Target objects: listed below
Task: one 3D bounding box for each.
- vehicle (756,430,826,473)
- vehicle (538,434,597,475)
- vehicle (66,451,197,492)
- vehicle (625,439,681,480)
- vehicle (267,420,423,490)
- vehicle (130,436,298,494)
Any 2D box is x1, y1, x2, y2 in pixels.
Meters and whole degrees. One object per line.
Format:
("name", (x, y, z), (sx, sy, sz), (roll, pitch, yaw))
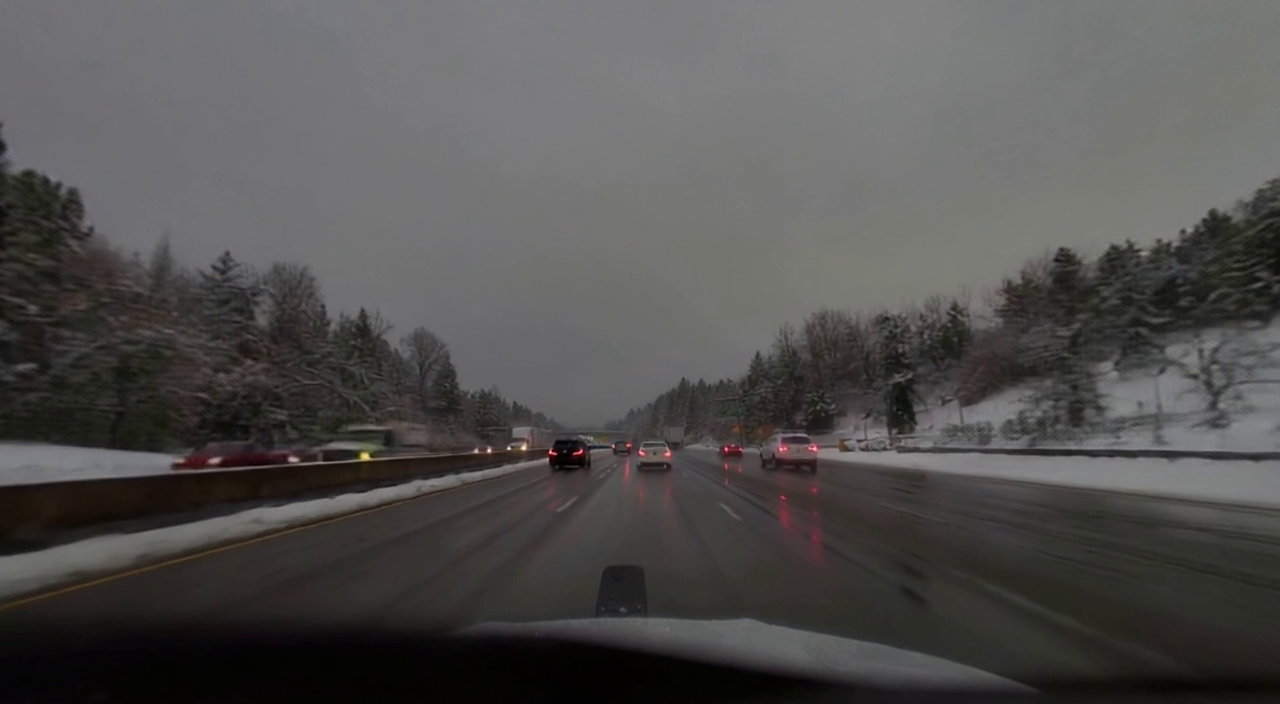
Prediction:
("vehicle", (7.235, 4.842, 30.824), (2.094, 1.916, 5.099), (0, -8, 0))
("vehicle", (-3.279, 4.733, 29.377), (2.140, 1.720, 4.410), (0, -8, 1))
("vehicle", (-22.787, 5.328, 28.560), (1.982, 1.657, 4.761), (0, -8, 0))
("vehicle", (0.487, 4.273, 25.305), (2.071, 1.464, 4.162), (0, -8, 0))
("vehicle", (-9.078, 3.236, 20.157), (2.251, 1.900, 5.551), (0, -8, 0))
("vehicle", (-15.596, 4.138, 23.661), (2.186, 1.863, 5.744), (0, -8, 1))
